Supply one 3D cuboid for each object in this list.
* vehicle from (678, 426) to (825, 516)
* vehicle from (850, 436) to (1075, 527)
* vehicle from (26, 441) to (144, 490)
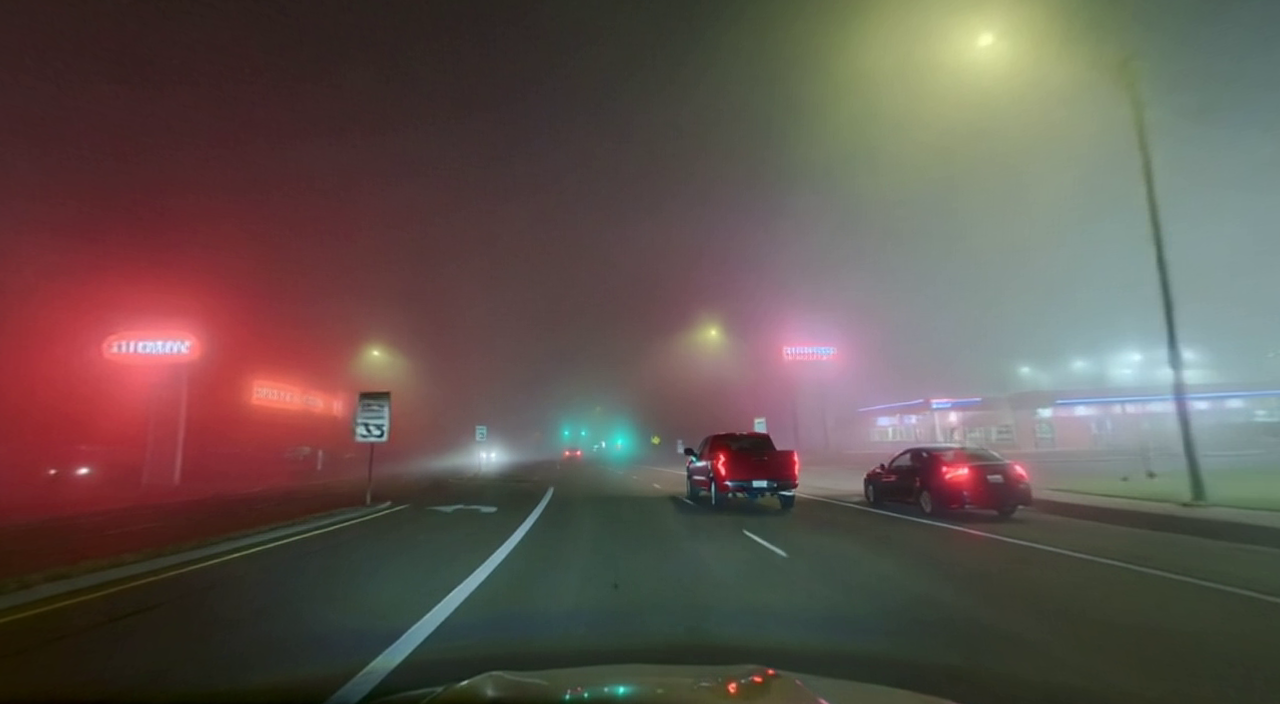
[{"bbox_3d":[2.352,2.713,14.962,2.214,1.749,4.998,1,-9,-4],"label":"vehicle"},{"bbox_3d":[6.081,2.465,12.648,1.986,1.480,4.296,1,-8,-4],"label":"vehicle"},{"bbox_3d":[-32.465,6.607,37.294,2.217,2.629,5.839,1,-9,-9],"label":"vehicle"}]
